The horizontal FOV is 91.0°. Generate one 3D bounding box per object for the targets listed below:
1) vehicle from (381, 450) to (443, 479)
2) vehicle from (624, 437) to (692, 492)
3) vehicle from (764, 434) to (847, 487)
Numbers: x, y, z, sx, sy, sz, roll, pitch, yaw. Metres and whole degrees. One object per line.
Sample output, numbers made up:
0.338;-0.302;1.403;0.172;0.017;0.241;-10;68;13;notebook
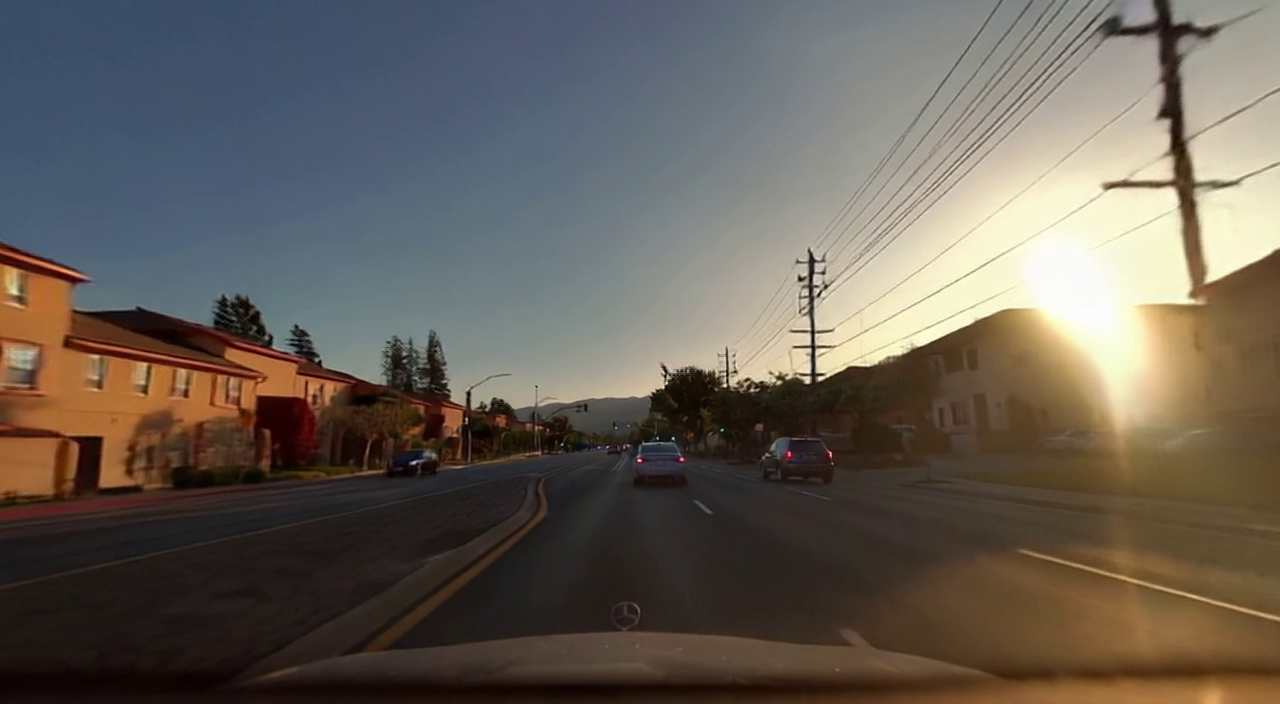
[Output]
-13.948;6.890;38.772;2.011;1.670;4.360;-1;-9;3;vehicle
0.551;3.836;21.838;2.138;1.702;4.168;0;-9;0;vehicle
6.311;4.186;24.531;2.061;1.889;4.268;0;-9;0;vehicle
